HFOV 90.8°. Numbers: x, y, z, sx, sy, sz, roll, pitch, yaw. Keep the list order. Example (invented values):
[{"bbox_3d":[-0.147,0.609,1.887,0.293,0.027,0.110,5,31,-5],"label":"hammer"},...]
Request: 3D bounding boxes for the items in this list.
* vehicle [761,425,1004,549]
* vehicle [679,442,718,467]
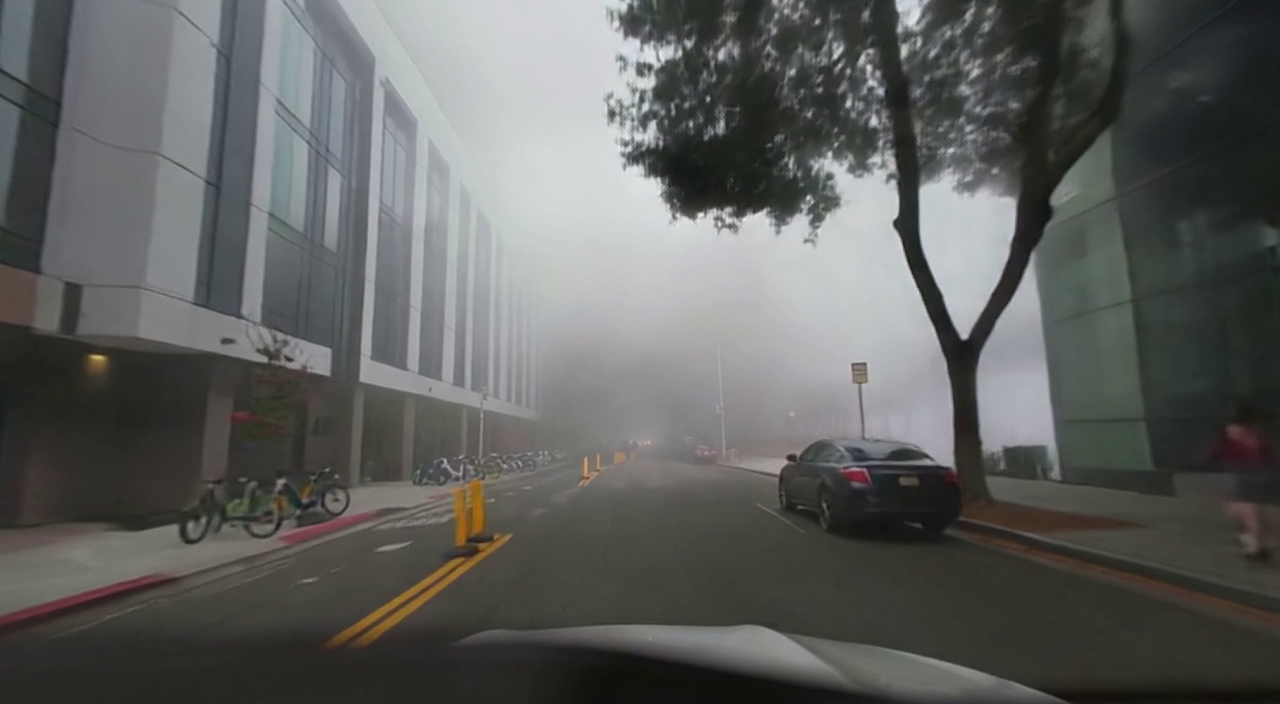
[{"bbox_3d":[3.387,1.974,10.102,1.963,1.445,4.948,-1,-8,1],"label":"vehicle"},{"bbox_3d":[3.726,6.568,40.676,2.020,1.448,4.220,-1,-8,-1],"label":"vehicle"}]
